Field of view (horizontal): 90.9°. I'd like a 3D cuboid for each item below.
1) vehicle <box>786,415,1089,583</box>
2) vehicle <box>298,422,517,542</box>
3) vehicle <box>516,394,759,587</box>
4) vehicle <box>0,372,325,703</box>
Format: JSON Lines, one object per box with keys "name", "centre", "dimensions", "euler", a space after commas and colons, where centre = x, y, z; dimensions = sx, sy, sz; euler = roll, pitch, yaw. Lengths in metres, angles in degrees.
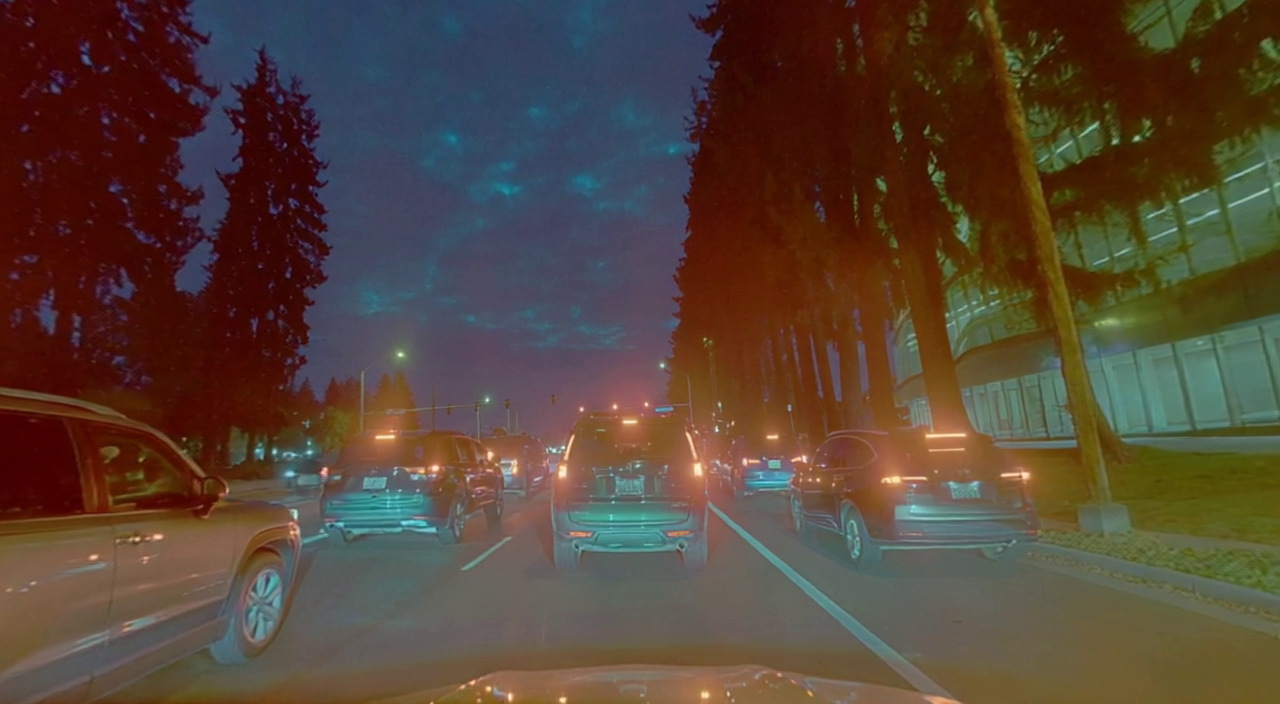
{"name": "vehicle", "centre": [3.268, 1.670, 7.877], "dimensions": [1.922, 1.579, 3.642], "euler": [0, -8, -1]}
{"name": "vehicle", "centre": [-3.653, 2.116, 10.930], "dimensions": [2.042, 1.641, 4.314], "euler": [0, -8, 1]}
{"name": "vehicle", "centre": [-0.006, 1.550, 7.805], "dimensions": [2.193, 1.744, 4.033], "euler": [0, -8, 1]}
{"name": "vehicle", "centre": [-3.775, 0.997, 3.311], "dimensions": [1.929, 1.641, 4.193], "euler": [0, -8, 2]}
